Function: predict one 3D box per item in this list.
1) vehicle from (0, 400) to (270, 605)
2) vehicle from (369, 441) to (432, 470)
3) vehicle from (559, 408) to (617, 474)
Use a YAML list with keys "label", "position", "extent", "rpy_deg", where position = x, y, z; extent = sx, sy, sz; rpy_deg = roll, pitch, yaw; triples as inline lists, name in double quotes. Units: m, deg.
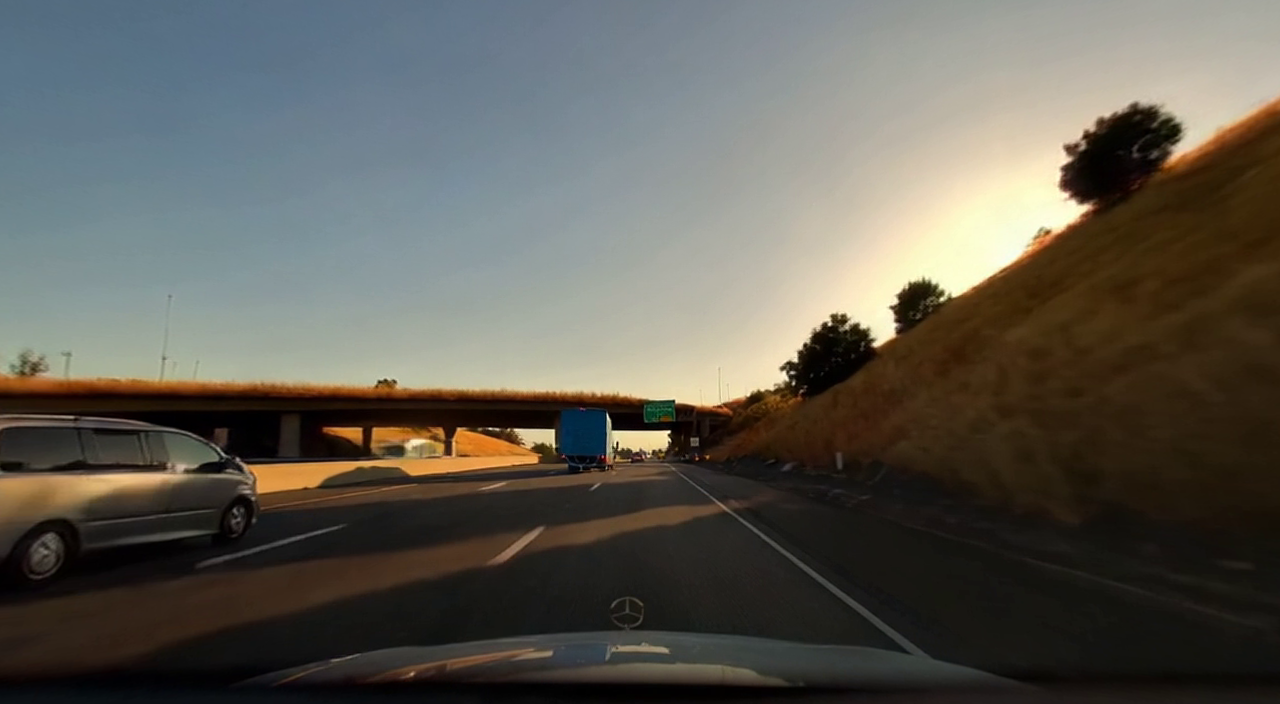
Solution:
- label: "vehicle"
  position: [-6.973, 1.612, 7.306]
  extent: [2.175, 1.860, 5.236]
  rpy_deg: [0, -9, 0]
- label: "vehicle"
  position: [-16.193, 7.010, 42.882]
  extent: [2.193, 1.861, 4.471]
  rpy_deg: [-1, -9, 5]
- label: "vehicle"
  position: [-3.490, 6.661, 46.867]
  extent: [2.893, 4.073, 15.281]
  rpy_deg: [0, -9, 0]
